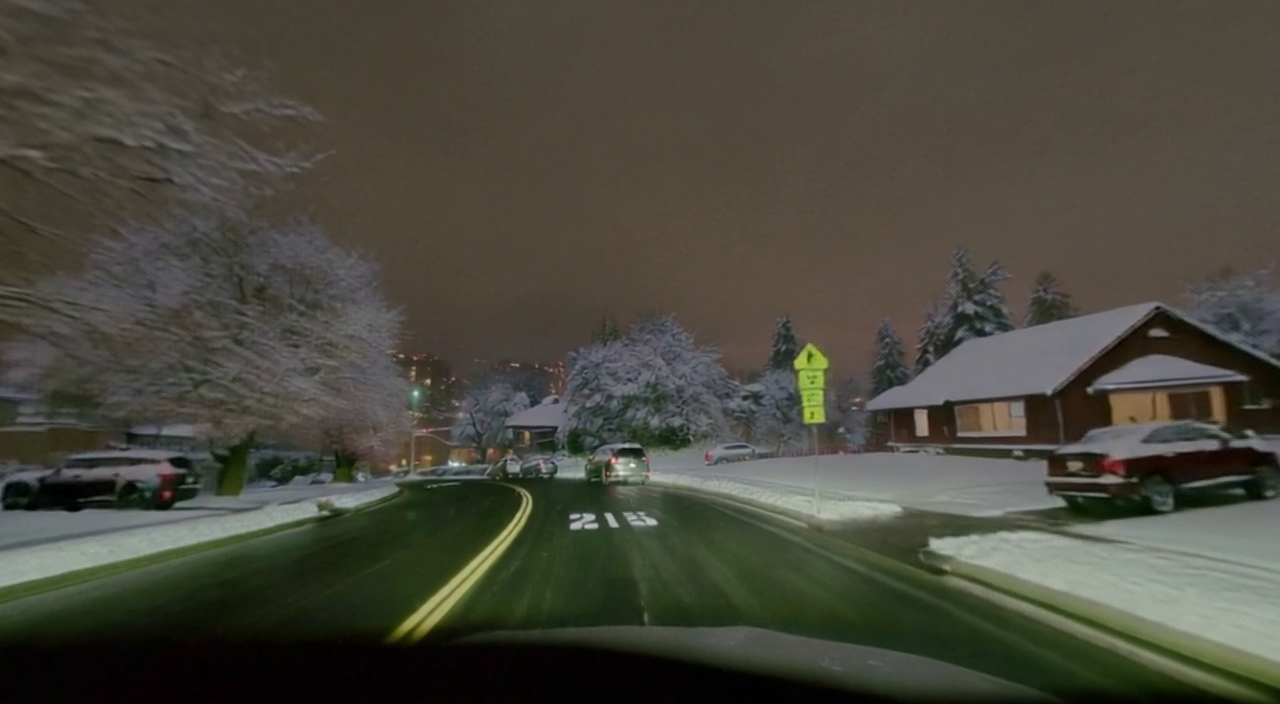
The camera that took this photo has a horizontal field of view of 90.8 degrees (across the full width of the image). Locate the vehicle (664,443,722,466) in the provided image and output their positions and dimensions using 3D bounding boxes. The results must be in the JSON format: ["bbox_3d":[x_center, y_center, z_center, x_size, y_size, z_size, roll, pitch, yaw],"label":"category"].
[{"bbox_3d":[3.861,7.330,45.347,4.157,1.431,1.753,4,-9,-43],"label":"vehicle"}]

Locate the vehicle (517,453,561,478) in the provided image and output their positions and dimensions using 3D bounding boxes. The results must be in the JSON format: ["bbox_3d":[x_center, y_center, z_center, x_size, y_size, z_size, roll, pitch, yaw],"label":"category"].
[{"bbox_3d":[-7.451,8.248,46.222,1.965,1.663,4.744,3,-9,-24],"label":"vehicle"}]

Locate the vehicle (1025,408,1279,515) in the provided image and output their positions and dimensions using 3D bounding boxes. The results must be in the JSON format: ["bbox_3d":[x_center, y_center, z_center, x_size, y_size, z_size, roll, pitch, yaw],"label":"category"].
[{"bbox_3d":[9.652,1.904,11.480,4.284,1.522,1.893,-1,-8,-14],"label":"vehicle"}]

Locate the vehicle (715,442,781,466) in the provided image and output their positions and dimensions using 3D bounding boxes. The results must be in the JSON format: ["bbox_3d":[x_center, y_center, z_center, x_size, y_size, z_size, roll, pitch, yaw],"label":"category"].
[{"bbox_3d":[7.124,6.645,41.363,4.253,1.458,1.900,6,-11,-39],"label":"vehicle"}]

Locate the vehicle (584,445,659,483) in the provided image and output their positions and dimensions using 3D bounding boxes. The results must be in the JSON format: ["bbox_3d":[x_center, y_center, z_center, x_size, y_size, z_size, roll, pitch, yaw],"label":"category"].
[{"bbox_3d":[-0.967,4.950,28.199,2.181,1.494,5.023,2,-9,-16],"label":"vehicle"}]

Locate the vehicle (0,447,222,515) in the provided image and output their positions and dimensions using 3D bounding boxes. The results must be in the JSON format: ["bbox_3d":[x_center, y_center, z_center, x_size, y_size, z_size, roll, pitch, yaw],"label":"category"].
[{"bbox_3d":[-14.242,3.375,16.899,4.664,1.580,1.973,3,-9,-20],"label":"vehicle"}]
